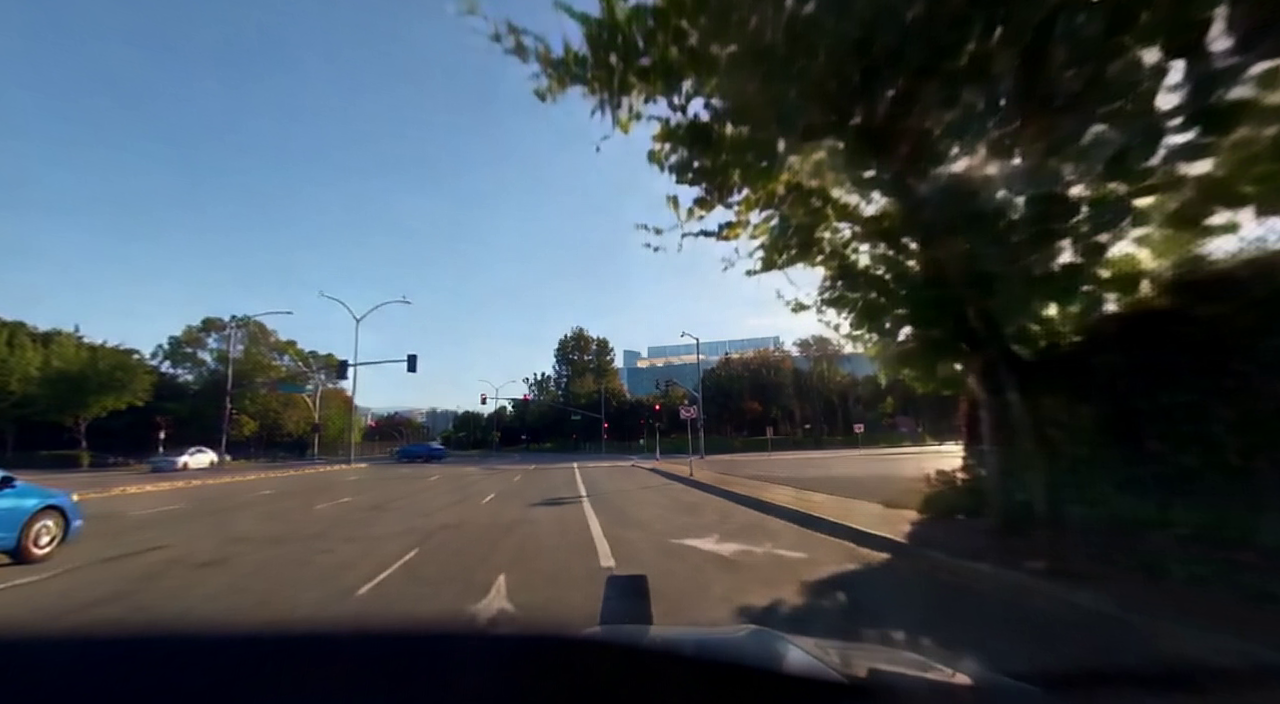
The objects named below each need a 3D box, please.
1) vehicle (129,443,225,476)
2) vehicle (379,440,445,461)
[{"bbox_3d":[-22.466,5.196,30.790,1.877,1.492,4.205,1,-8,-7],"label":"vehicle"},{"bbox_3d":[-17.548,7.553,48.671,1.837,1.530,4.570,-6,-10,32],"label":"vehicle"}]
